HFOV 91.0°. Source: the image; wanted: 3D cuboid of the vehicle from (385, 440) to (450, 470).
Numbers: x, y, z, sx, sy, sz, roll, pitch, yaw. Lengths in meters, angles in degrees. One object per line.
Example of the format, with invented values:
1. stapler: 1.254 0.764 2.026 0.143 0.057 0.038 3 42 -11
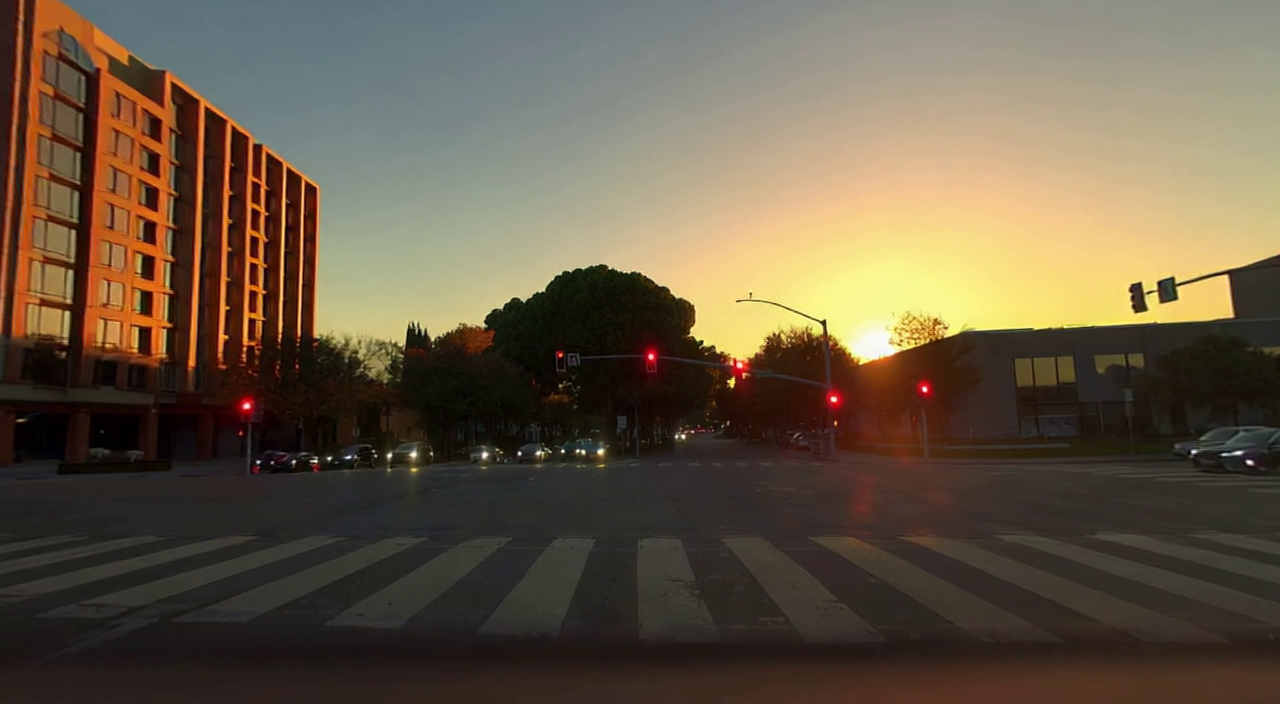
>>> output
1. vehicle: -15.148 7.033 43.162 2.340 1.946 5.450 0 -9 2

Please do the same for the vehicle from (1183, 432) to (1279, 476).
1. vehicle: 22.310 3.586 22.235 4.474 1.477 1.908 0 -9 -3

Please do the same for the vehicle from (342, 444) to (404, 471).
1. vehicle: -18.563 7.341 44.007 2.237 1.801 4.541 0 -9 1

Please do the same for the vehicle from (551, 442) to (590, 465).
1. vehicle: -4.529 6.710 41.679 1.954 1.431 4.050 -1 -9 2

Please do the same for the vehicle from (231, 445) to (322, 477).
1. vehicle: -22.583 6.756 39.392 2.032 1.839 4.884 -2 -9 13

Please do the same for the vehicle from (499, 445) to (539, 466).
1. vehicle: -8.111 7.004 42.603 1.910 1.321 3.692 0 -9 1

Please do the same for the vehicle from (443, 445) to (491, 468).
1. vehicle: -11.637 7.077 42.698 1.911 1.476 4.297 -1 -9 2
